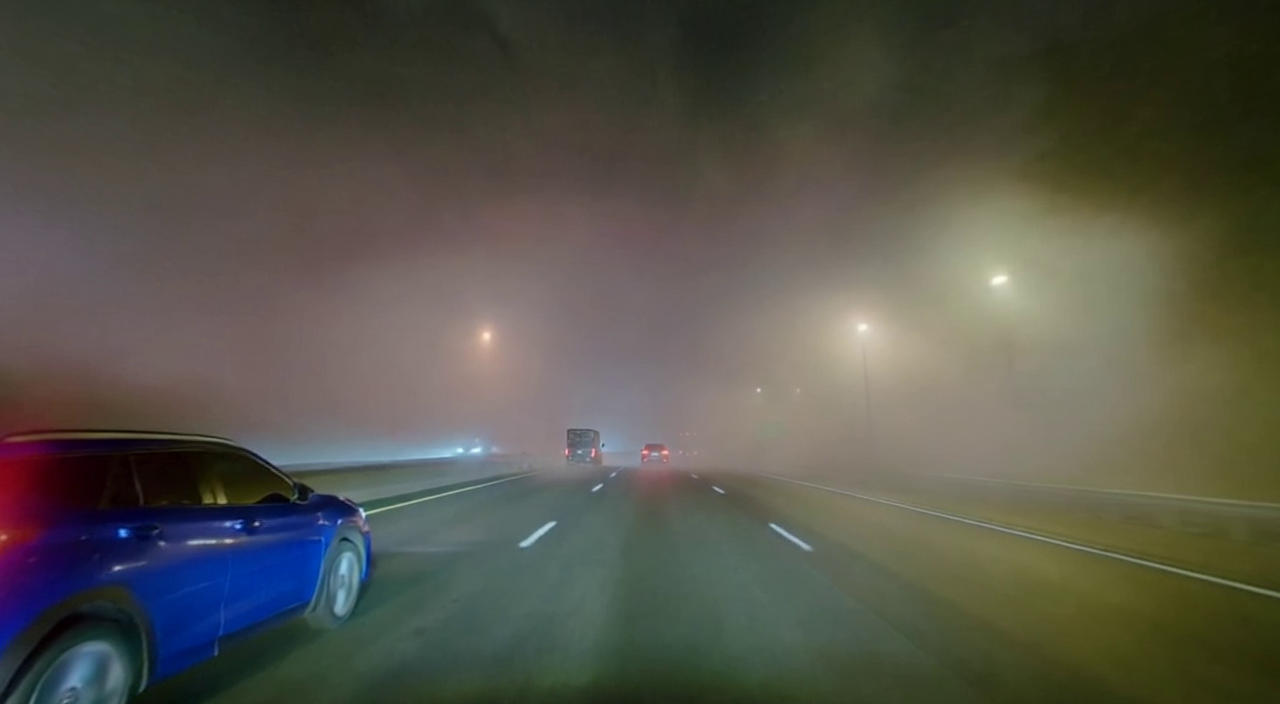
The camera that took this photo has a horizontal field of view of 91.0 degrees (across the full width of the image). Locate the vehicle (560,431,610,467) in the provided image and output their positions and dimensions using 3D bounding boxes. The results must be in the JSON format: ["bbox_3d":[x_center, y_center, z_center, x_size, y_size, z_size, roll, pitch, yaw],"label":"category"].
[{"bbox_3d":[-3.095,5.624,36.484,2.264,1.901,4.647,-1,-9,2],"label":"vehicle"}]

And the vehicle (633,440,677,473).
[{"bbox_3d":[0.760,5.282,32.092,2.086,1.548,4.325,0,-9,1],"label":"vehicle"}]
